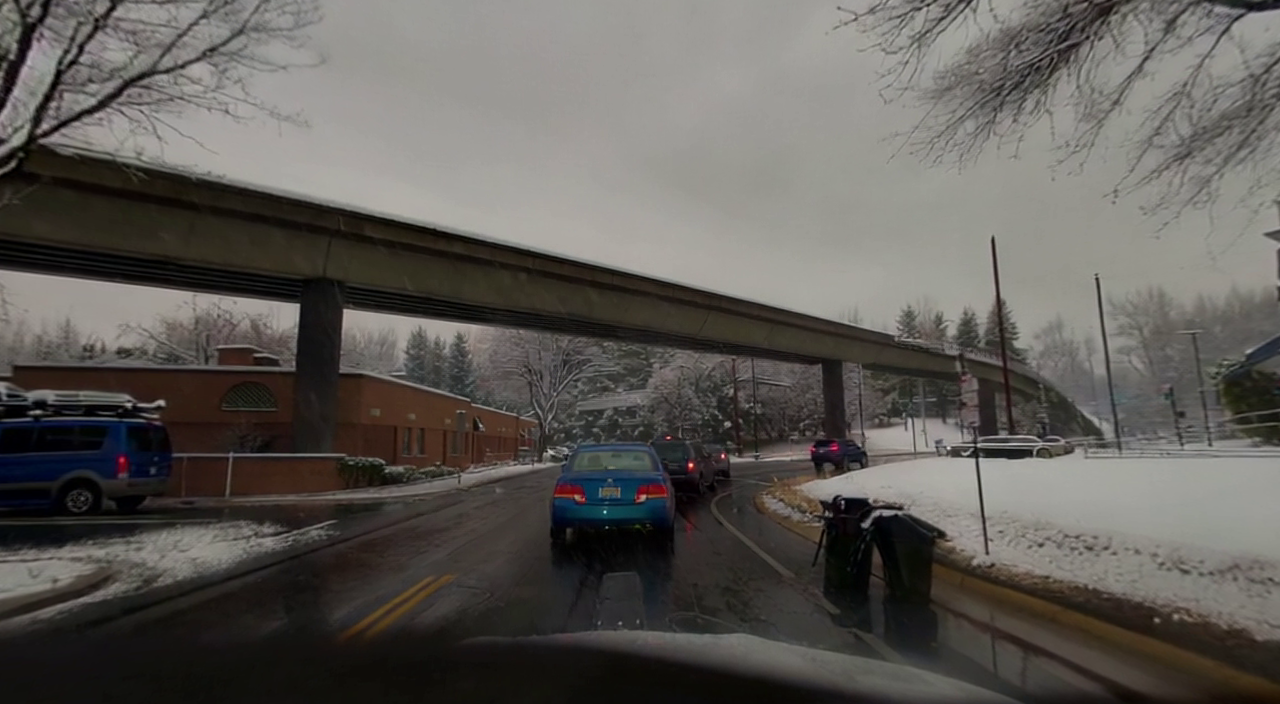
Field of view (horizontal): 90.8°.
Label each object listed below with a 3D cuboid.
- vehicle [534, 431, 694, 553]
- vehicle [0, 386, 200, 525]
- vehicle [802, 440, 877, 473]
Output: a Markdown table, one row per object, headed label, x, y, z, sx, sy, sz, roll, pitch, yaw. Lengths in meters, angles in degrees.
| label | x | y | z | sx | sy | sz | roll | pitch | yaw |
| --- | --- | --- | --- | --- | --- | --- | --- | --- | --- |
| vehicle | -0.277 | 2.190 | 10.666 | 2.087 | 1.578 | 4.652 | 0 | -8 | 2 |
| vehicle | -13.546 | 2.279 | 14.092 | 5.356 | 2.762 | 2.644 | 0 | -9 | 1 |
| vehicle | 11.774 | 6.115 | 37.257 | 4.425 | 1.828 | 2.032 | 7 | -11 | -38 |
